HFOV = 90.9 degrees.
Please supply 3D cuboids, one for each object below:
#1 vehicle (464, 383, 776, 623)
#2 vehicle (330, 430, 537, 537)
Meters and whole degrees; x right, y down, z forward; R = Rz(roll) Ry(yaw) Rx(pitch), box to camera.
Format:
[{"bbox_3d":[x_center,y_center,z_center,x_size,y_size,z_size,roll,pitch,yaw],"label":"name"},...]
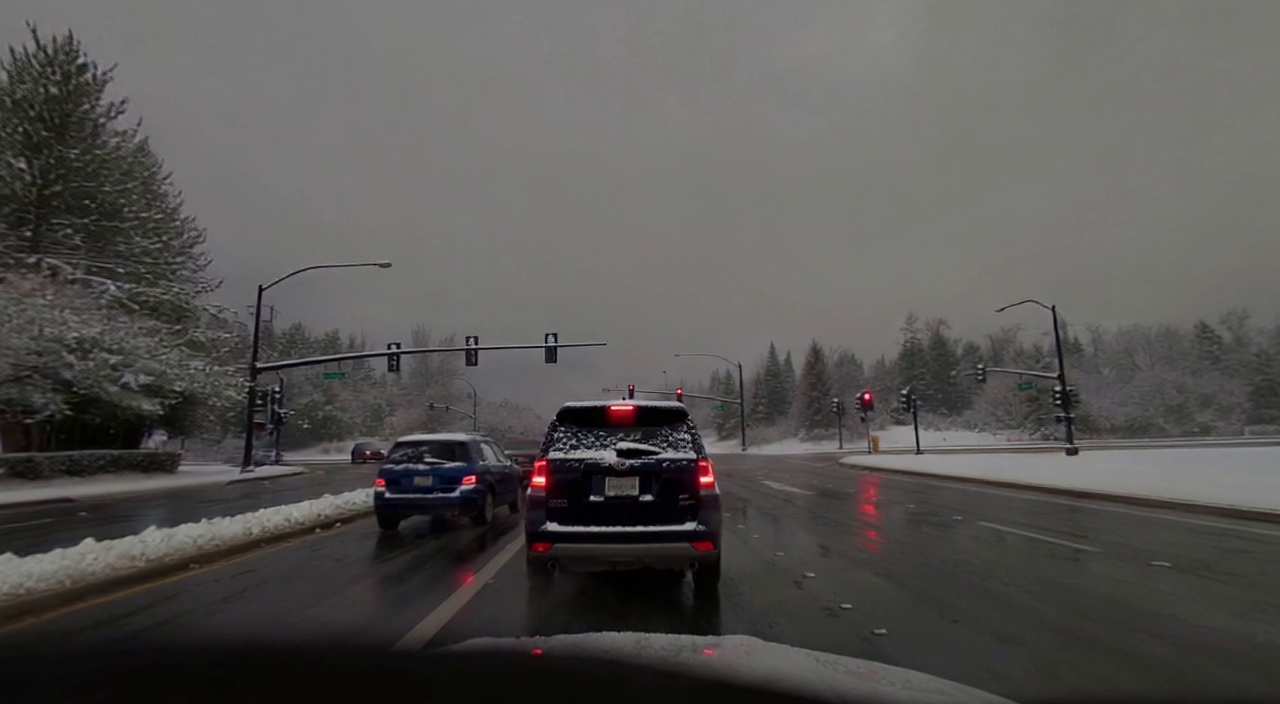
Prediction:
[{"bbox_3d":[-0.162,1.421,6.826,2.298,1.770,4.138,0,-8,0],"label":"vehicle"},{"bbox_3d":[-3.369,2.261,11.628,2.061,1.504,5.142,0,-8,0],"label":"vehicle"}]
